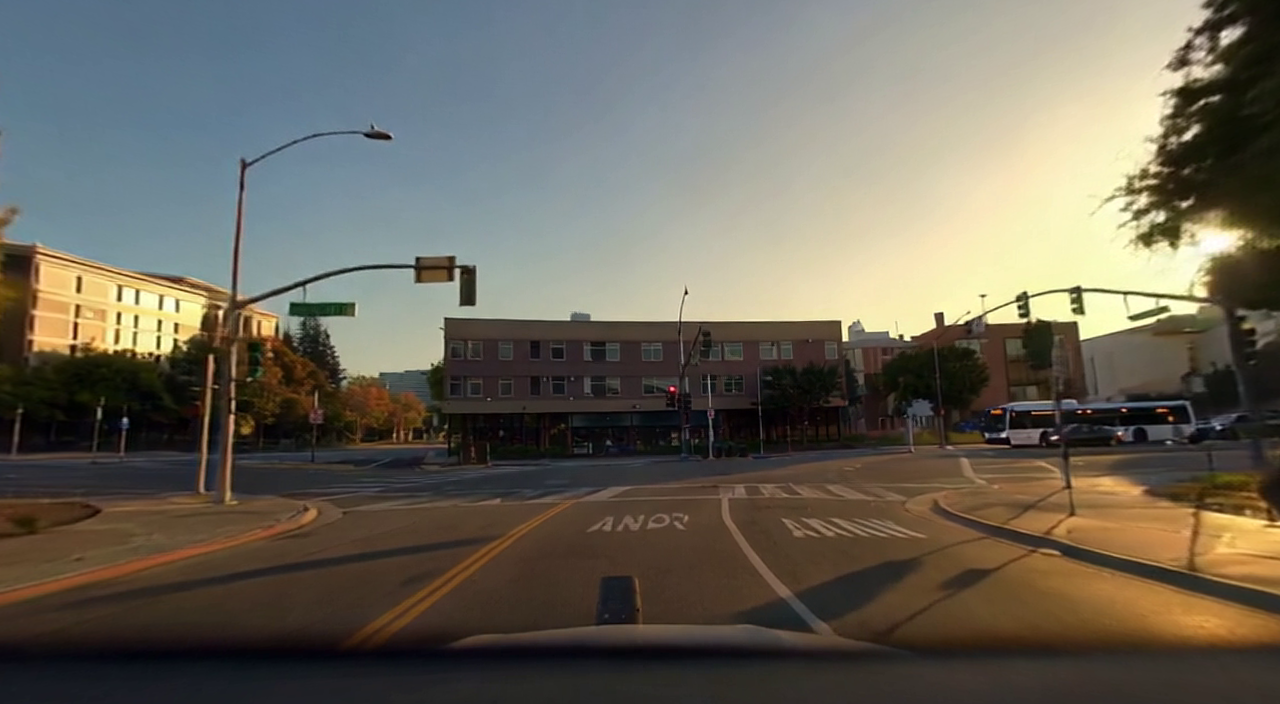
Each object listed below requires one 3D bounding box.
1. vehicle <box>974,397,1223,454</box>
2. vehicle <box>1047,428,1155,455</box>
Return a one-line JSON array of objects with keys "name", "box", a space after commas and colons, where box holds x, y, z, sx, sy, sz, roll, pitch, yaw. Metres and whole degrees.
[{"name": "vehicle", "box": [27.873, 4.567, 38.574, 12.822, 3.296, 3.033, 0, -9, 0]}, {"name": "vehicle", "box": [25.374, 4.943, 34.656, 4.538, 1.461, 1.805, 0, -9, 0]}]
